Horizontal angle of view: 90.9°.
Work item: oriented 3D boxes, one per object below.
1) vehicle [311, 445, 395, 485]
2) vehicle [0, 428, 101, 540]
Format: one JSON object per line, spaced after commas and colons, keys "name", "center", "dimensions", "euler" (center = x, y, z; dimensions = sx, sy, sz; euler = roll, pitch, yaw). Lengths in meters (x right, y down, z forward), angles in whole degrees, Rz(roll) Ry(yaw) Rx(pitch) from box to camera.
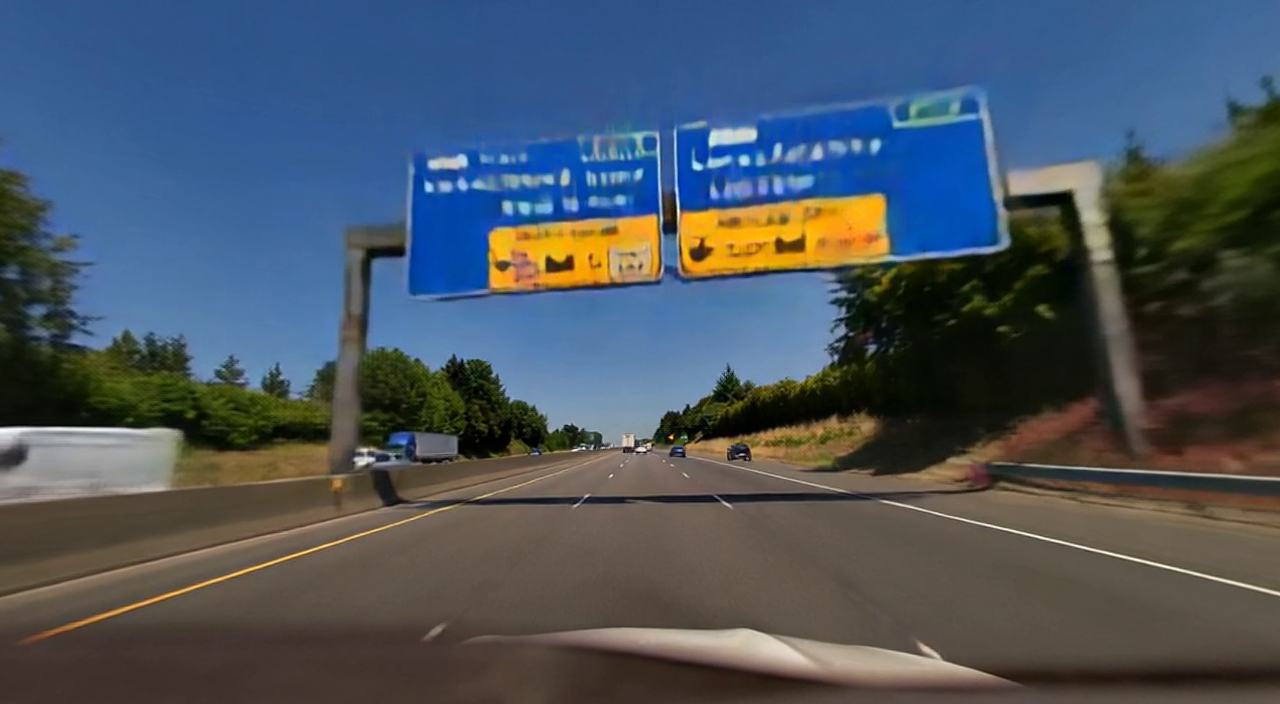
{"name": "vehicle", "center": [-19.221, 7.586, 42.658], "dimensions": [2.444, 2.485, 6.531], "euler": [0, -9, 1]}
{"name": "vehicle", "center": [-15.587, 2.945, 13.997], "dimensions": [2.281, 2.519, 5.502], "euler": [0, -9, 0]}
